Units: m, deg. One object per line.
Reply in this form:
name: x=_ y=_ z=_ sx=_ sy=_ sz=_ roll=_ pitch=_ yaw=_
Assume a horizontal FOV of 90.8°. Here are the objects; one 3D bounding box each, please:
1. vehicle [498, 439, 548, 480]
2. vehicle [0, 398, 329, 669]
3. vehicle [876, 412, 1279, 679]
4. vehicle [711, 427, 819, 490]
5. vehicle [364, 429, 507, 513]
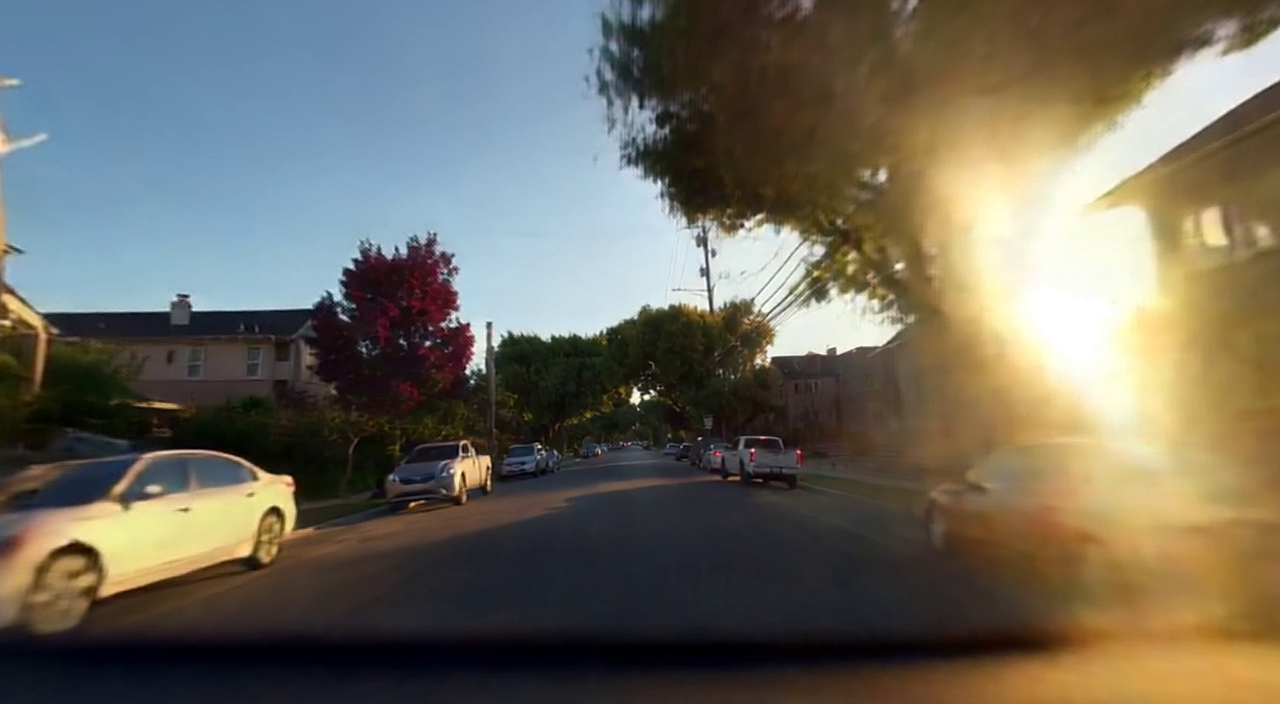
vehicle: x=-5.895 y=5.430 z=32.369 sx=2.046 sy=1.825 sz=4.627 roll=-3 pitch=-7 yaw=-6
vehicle: x=-5.428 y=1.592 z=6.514 sx=1.955 sy=1.844 sz=5.109 roll=-3 pitch=-8 yaw=-1
vehicle: x=4.226 y=1.435 z=5.989 sx=2.051 sy=1.479 sz=4.758 roll=0 pitch=-8 yaw=-1
vehicle: x=4.018 y=3.551 z=21.476 sx=2.279 sy=1.848 sz=5.577 roll=0 pitch=-8 yaw=-3
vehicle: x=-5.601 y=3.303 z=18.283 sx=2.285 sy=1.895 sz=5.883 roll=-3 pitch=-8 yaw=-1
